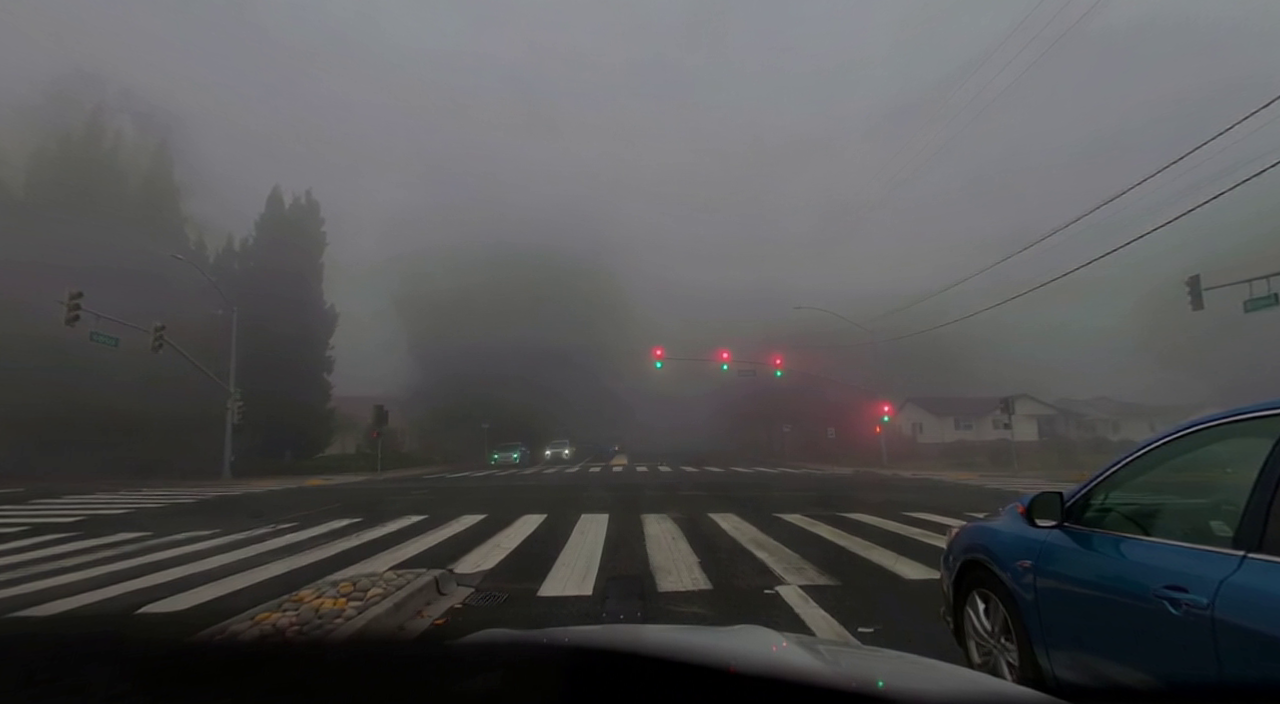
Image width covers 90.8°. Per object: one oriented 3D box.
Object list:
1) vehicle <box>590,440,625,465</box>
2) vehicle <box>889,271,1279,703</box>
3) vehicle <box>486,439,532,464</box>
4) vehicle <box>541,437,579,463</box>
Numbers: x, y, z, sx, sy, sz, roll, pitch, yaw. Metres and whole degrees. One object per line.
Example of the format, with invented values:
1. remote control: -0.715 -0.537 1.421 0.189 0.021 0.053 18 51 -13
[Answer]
1. vehicle: -2.143 6.394 40.212 2.046 1.491 4.118 1 -8 -5
2. vehicle: 2.719 0.711 1.737 2.085 1.800 4.908 0 -8 0
3. vehicle: -8.946 6.853 43.619 2.028 1.654 5.027 0 -8 1
4. vehicle: -5.536 6.890 44.378 2.091 1.707 4.157 0 -8 0
